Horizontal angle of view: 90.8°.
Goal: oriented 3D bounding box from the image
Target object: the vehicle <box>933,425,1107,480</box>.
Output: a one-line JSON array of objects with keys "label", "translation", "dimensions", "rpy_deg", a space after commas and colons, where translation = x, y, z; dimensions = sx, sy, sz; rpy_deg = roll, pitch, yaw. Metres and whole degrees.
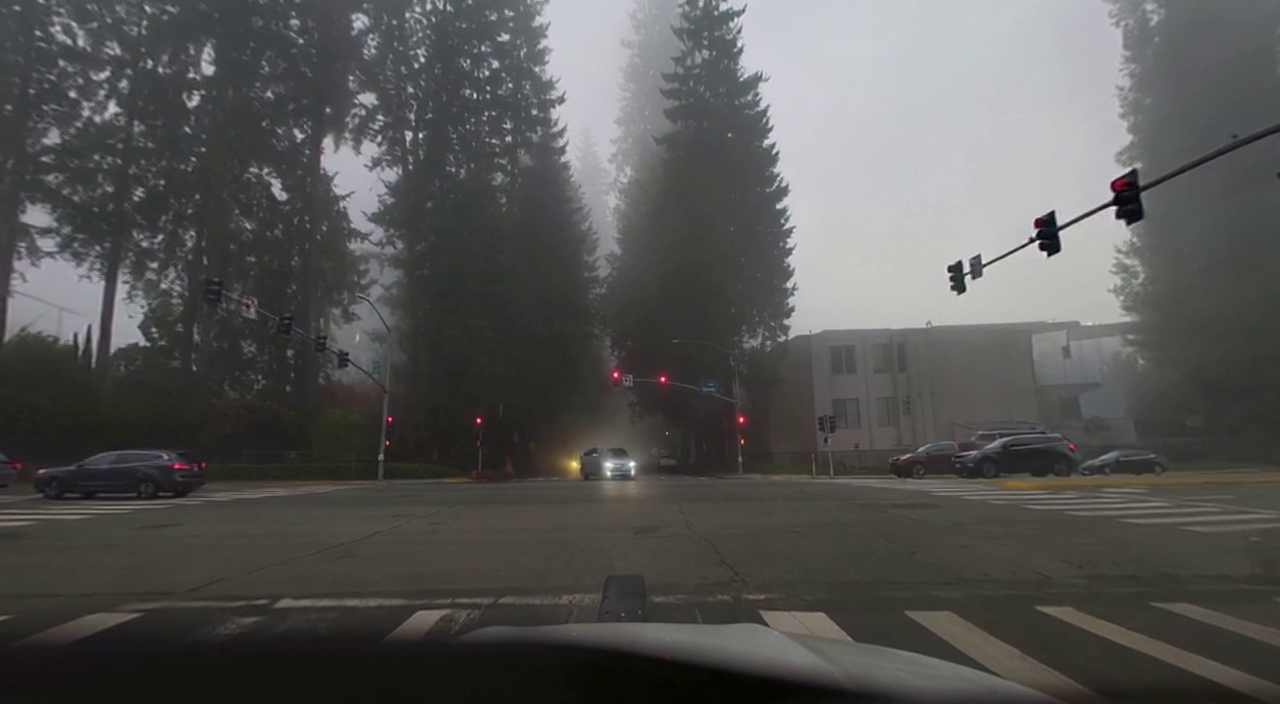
[{"label": "vehicle", "translation": [17.059, 4.552, 28.676], "dimensions": [6.109, 2.348, 2.683], "rpy_deg": [0, -8, 0]}]

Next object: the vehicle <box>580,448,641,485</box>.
[{"label": "vehicle", "translation": [-1.664, 6.080, 33.952], "dimensions": [2.162, 1.740, 4.728], "rpy_deg": [2, -9, -16]}]

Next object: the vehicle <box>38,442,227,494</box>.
[{"label": "vehicle", "translation": [-18.730, 4.310, 23.568], "dimensions": [4.798, 1.763, 2.536], "rpy_deg": [0, -10, 0]}]

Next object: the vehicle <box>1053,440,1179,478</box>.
[{"label": "vehicle", "translation": [23.791, 5.354, 31.716], "dimensions": [4.569, 1.794, 2.088], "rpy_deg": [0, -8, 0]}]
